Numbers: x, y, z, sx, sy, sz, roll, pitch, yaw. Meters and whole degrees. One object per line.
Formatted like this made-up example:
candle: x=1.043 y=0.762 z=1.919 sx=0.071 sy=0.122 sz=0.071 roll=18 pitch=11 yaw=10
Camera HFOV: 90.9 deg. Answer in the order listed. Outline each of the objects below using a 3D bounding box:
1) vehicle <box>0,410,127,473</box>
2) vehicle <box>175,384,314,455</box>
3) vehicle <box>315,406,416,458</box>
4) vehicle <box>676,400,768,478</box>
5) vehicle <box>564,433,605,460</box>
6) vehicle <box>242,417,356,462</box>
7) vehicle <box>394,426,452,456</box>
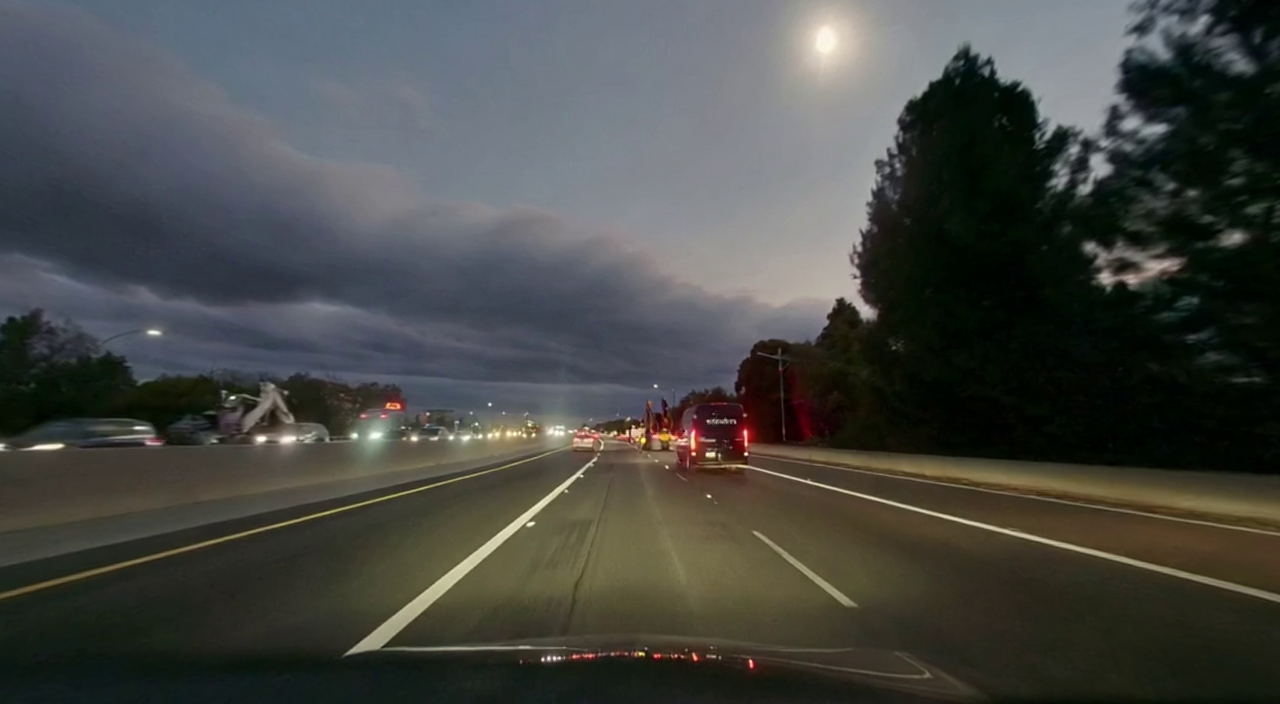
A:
vehicle: x=-18.861 y=2.828 z=19.954 sx=1.857 sy=1.778 sz=3.999 roll=0 pitch=-8 yaw=-2
vehicle: x=-23.016 y=4.122 z=37.446 sx=2.994 sy=3.779 sz=8.255 roll=0 pitch=-8 yaw=-1
vehicle: x=-15.341 y=4.574 z=35.834 sx=2.663 sy=2.619 sz=7.101 roll=0 pitch=-8 yaw=-1
vehicle: x=2.839 y=3.226 z=23.472 sx=2.386 sy=2.509 sz=5.880 roll=0 pitch=-8 yaw=-3
vehicle: x=-3.249 y=5.631 z=37.693 sx=2.217 sy=1.502 sz=4.222 roll=0 pitch=-8 yaw=-2
vehicle: x=-15.050 y=3.908 z=28.273 sx=2.387 sy=1.839 sz=5.110 roll=0 pitch=-8 yaw=-2
vehicle: x=-12.191 y=5.034 z=35.673 sx=1.883 sy=1.546 sz=4.149 roll=0 pitch=-8 yaw=-2
